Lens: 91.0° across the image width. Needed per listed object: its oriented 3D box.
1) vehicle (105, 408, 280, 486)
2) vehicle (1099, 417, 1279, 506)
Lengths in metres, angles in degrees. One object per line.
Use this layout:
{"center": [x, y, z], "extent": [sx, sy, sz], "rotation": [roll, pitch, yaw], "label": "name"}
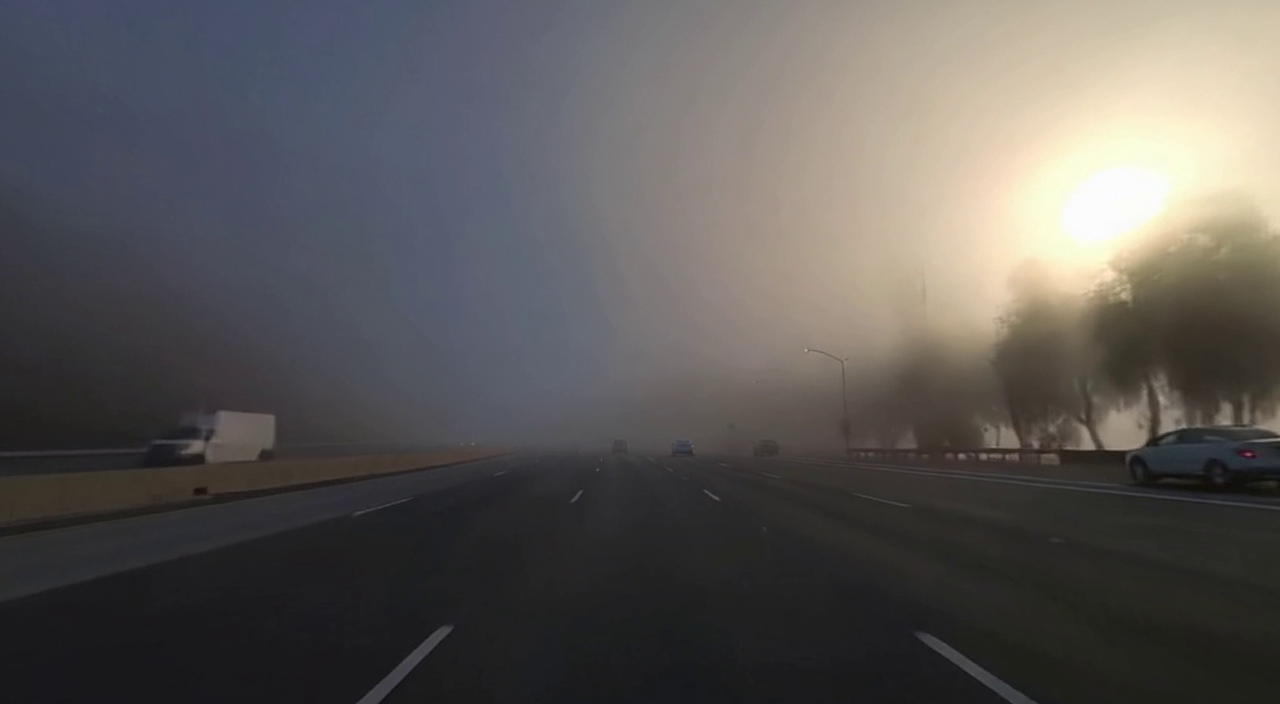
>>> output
{"center": [-16.847, 3.670, 24.311], "extent": [2.353, 2.600, 5.917], "rotation": [0, -9, -1], "label": "vehicle"}
{"center": [14.205, 2.603, 15.202], "extent": [2.107, 1.803, 5.385], "rotation": [0, -9, -1], "label": "vehicle"}
